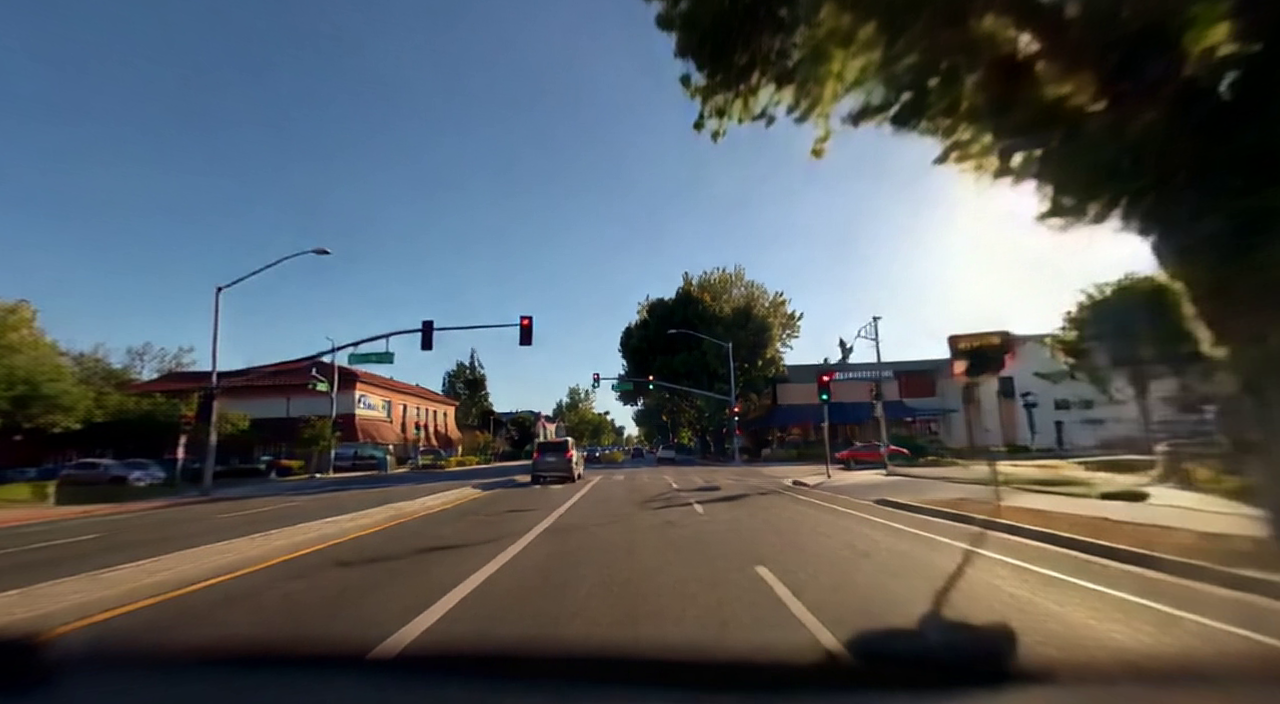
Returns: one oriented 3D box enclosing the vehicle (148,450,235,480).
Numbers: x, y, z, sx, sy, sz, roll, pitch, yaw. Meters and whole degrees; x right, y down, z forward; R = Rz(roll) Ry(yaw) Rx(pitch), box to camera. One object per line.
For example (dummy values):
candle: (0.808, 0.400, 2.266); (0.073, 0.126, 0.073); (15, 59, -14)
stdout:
vehicle: (-31.709, 7.985, 44.660); (4.582, 1.785, 2.262); (-3, -7, 3)

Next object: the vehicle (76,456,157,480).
vehicle: (-37.096, 8.218, 44.710); (4.069, 1.516, 1.850); (0, -8, 2)

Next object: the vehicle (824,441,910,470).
vehicle: (14.328, 6.523, 39.903); (4.634, 1.449, 1.936); (-3, -7, -1)

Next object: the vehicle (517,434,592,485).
vehicle: (-3.204, 4.128, 24.524); (2.250, 1.791, 4.300); (0, -8, 1)

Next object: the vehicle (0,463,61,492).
vehicle: (-35.926, 7.032, 35.553); (4.657, 1.455, 1.994); (0, -8, 4)
